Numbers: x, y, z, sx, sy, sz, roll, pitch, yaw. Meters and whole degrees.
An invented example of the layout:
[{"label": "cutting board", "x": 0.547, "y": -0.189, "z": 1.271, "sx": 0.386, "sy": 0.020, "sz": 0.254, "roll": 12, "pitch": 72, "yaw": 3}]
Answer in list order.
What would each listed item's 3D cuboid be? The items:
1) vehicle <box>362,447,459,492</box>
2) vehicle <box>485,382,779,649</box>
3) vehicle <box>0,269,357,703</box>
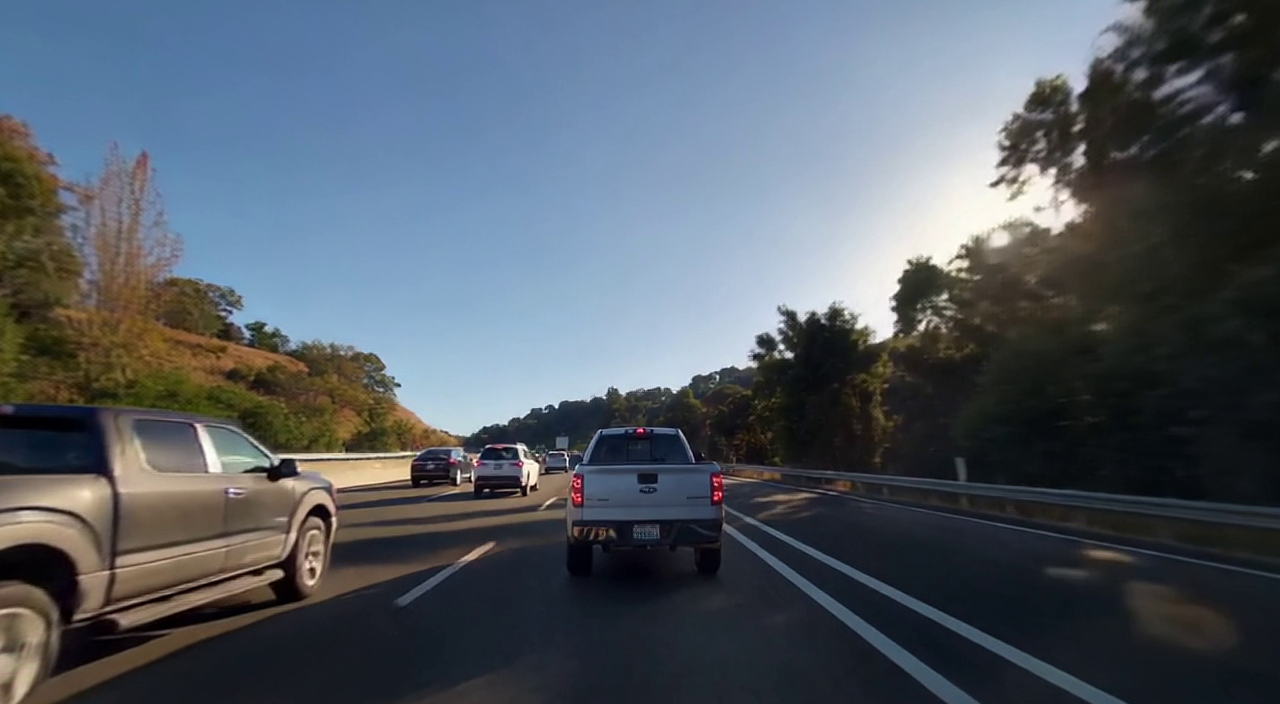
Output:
[{"label": "vehicle", "x": -8.265, "y": 4.255, "z": 23.230, "sx": 1.874, "sy": 1.470, "sz": 4.576, "roll": 0, "pitch": -9, "yaw": 0}, {"label": "vehicle", "x": -0.089, "y": 1.369, "z": 6.081, "sx": 1.995, "sy": 1.798, "sz": 3.380, "roll": 0, "pitch": -9, "yaw": -1}, {"label": "vehicle", "x": -3.939, "y": 0.894, "z": 4.014, "sx": 2.055, "sy": 2.144, "sz": 4.782, "roll": 0, "pitch": -9, "yaw": 0}]
